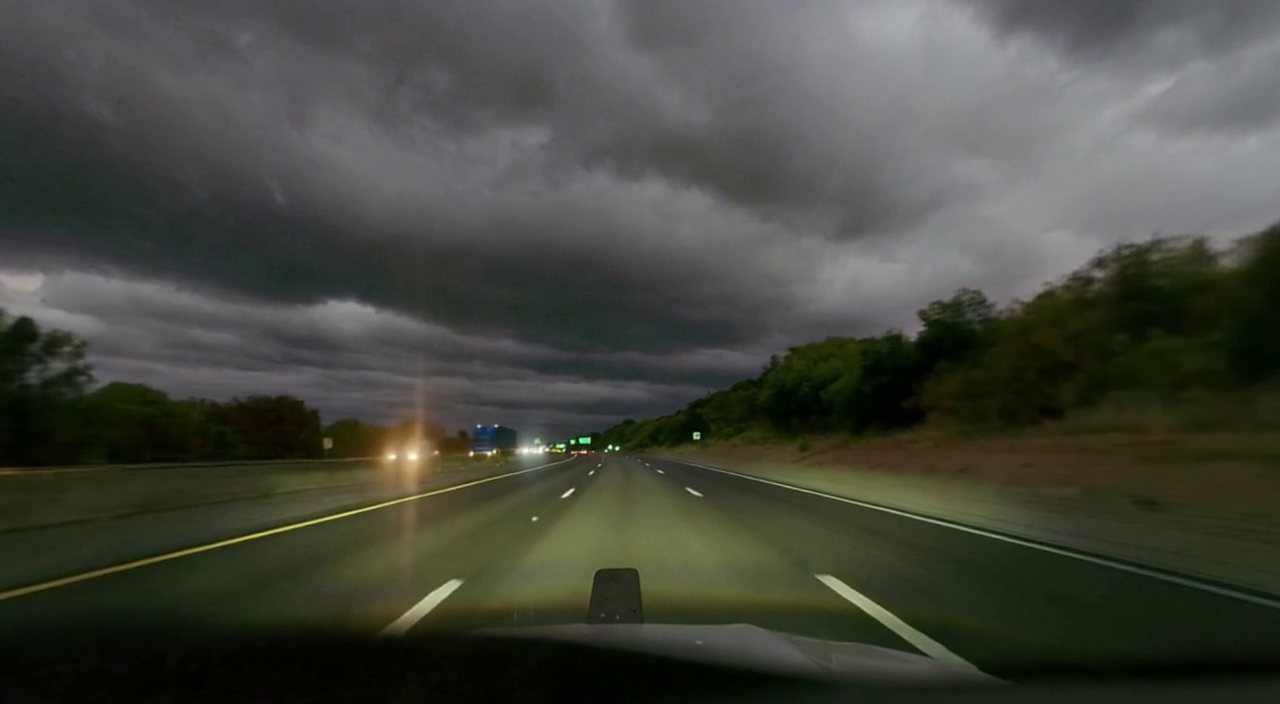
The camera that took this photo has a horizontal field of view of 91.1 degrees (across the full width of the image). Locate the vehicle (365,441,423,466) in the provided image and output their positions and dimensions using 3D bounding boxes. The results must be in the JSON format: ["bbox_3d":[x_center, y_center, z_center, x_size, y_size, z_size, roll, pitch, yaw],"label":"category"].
[{"bbox_3d":[-15.978,6.610,41.047,2.073,1.563,4.470,0,-9,-1],"label":"vehicle"}]
